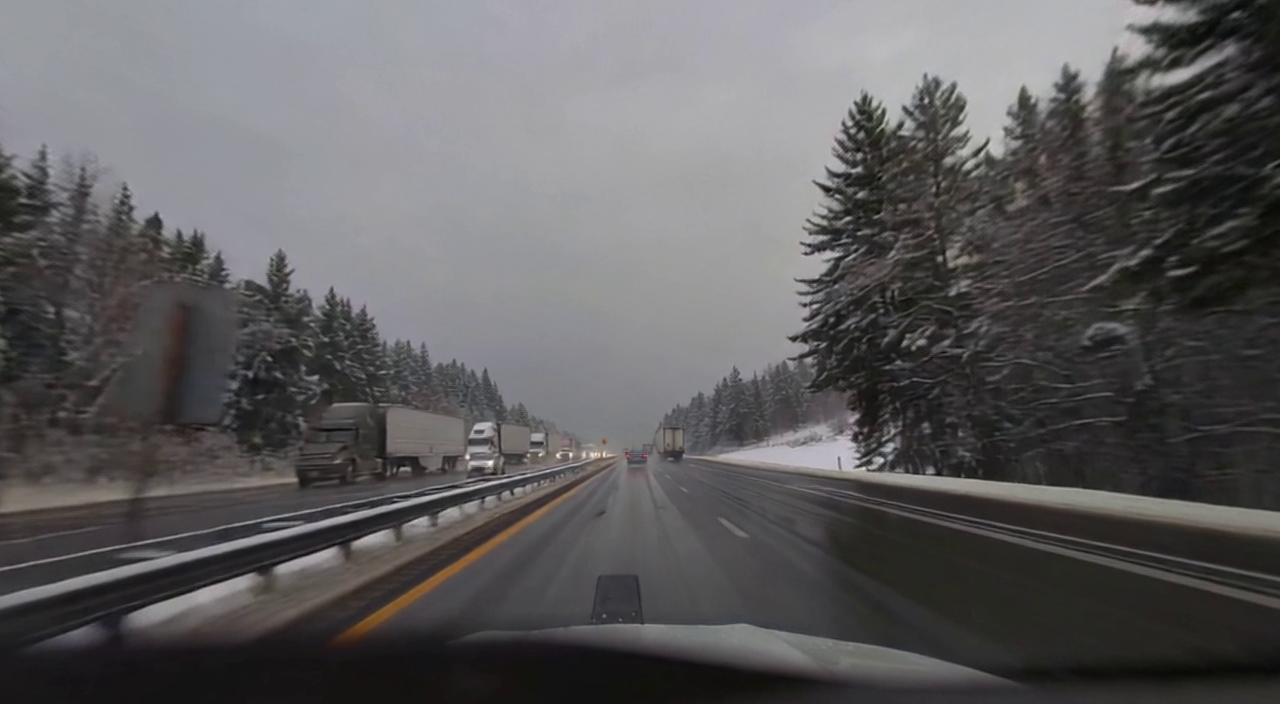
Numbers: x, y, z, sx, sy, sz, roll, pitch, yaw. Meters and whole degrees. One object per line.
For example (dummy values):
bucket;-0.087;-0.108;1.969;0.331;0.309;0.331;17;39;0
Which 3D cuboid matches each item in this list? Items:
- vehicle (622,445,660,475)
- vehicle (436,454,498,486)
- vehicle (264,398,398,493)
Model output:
vehicle;0.037;6.427;37.676;2.137;1.689;4.051;0;-9;-1
vehicle;-8.526;5.839;31.532;1.911;1.442;4.392;0;-9;-1
vehicle;-14.244;4.418;29.757;2.937;3.963;5.873;-1;-9;3
